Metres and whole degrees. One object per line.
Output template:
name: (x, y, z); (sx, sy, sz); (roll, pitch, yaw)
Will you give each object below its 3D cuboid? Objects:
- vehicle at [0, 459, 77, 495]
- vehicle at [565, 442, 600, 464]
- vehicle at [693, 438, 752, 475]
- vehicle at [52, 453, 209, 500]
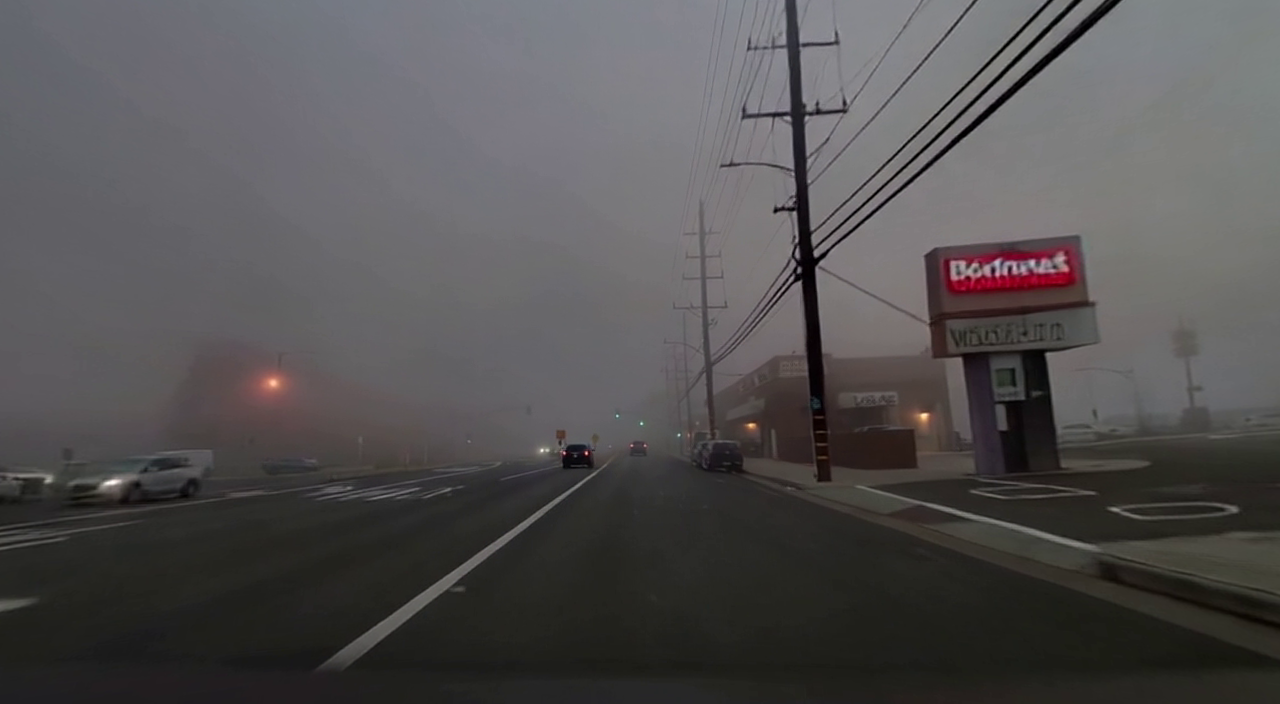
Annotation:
vehicle: (-30.079, 5.914, 30.056); (4.720, 1.556, 2.070); (-1, -9, 5)
vehicle: (-4.173, 7.445, 46.741); (2.179, 1.490, 4.742); (0, -9, 0)
vehicle: (3.629, 4.687, 28.639); (1.922, 1.507, 4.824); (0, -9, -1)
vehicle: (-18.296, 4.446, 23.023); (1.990, 1.500, 4.467); (0, -9, 0)
